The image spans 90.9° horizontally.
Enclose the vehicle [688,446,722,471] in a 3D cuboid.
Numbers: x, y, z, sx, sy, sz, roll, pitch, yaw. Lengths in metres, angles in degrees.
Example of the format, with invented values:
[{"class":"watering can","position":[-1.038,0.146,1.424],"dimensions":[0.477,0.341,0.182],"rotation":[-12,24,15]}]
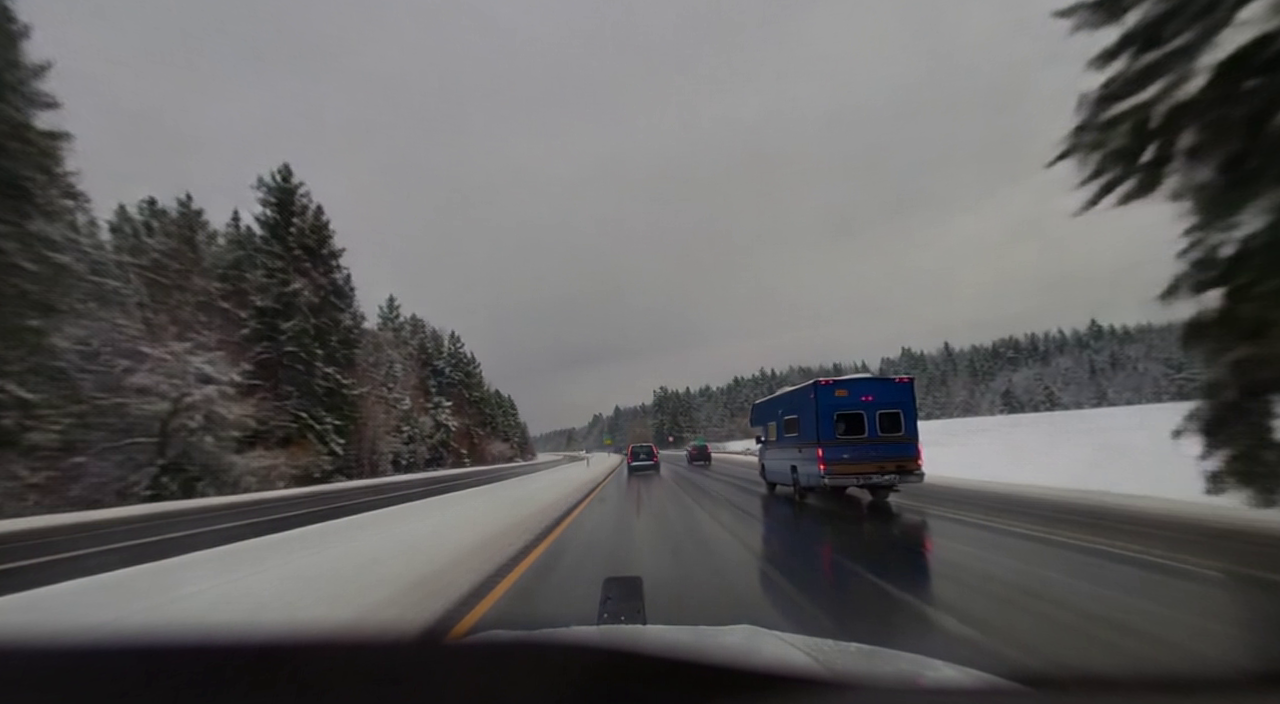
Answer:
[{"class":"vehicle","position":[4.107,6.817,40.420],"dimensions":[1.757,1.459,3.398],"rotation":[0,-9,-1]}]

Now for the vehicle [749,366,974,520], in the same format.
[{"class":"vehicle","position":[4.698,2.226,15.218],"dimensions":[2.745,2.832,7.035],"rotation":[0,-9,-1]}]

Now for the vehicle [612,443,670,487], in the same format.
[{"class":"vehicle","position":[0.008,4.433,25.053],"dimensions":[2.120,1.575,4.018],"rotation":[0,-9,-1]}]
